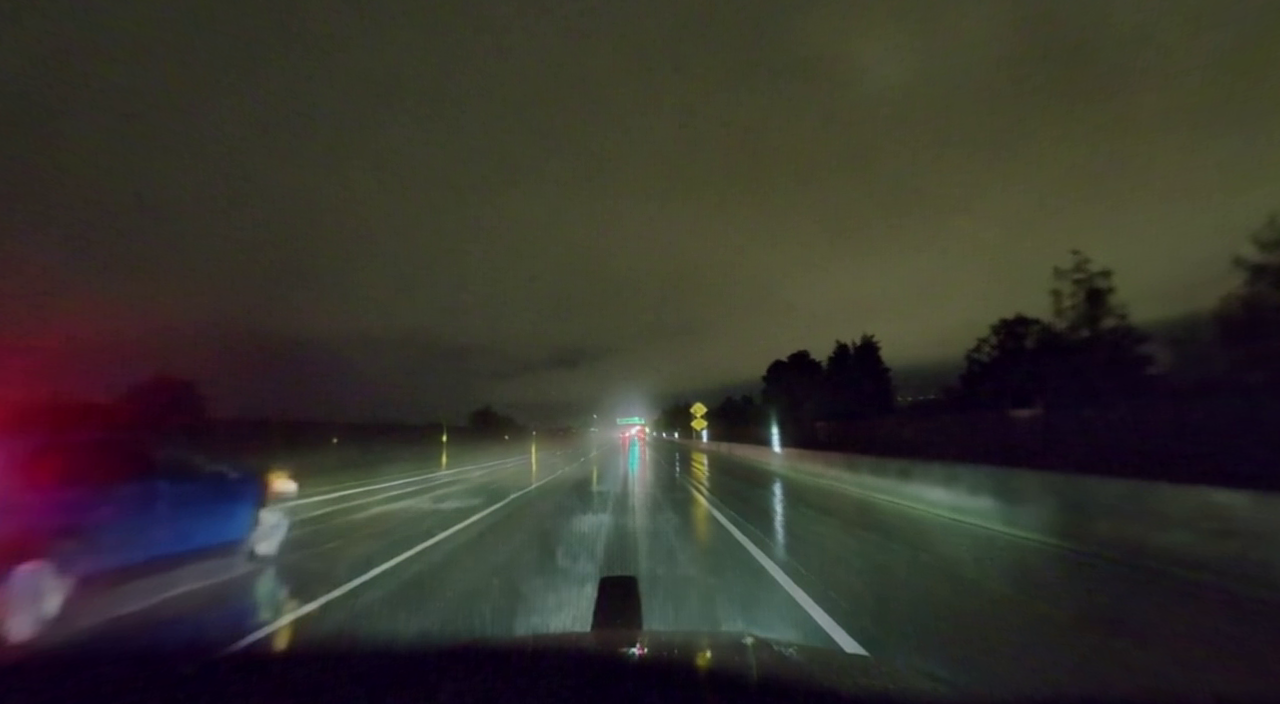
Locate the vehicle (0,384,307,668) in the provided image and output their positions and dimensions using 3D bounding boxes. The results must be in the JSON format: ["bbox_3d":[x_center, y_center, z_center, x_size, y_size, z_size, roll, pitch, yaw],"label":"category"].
[{"bbox_3d":[-4.561,1.037,4.078,2.149,1.532,4.905,0,-8,0],"label":"vehicle"}]
